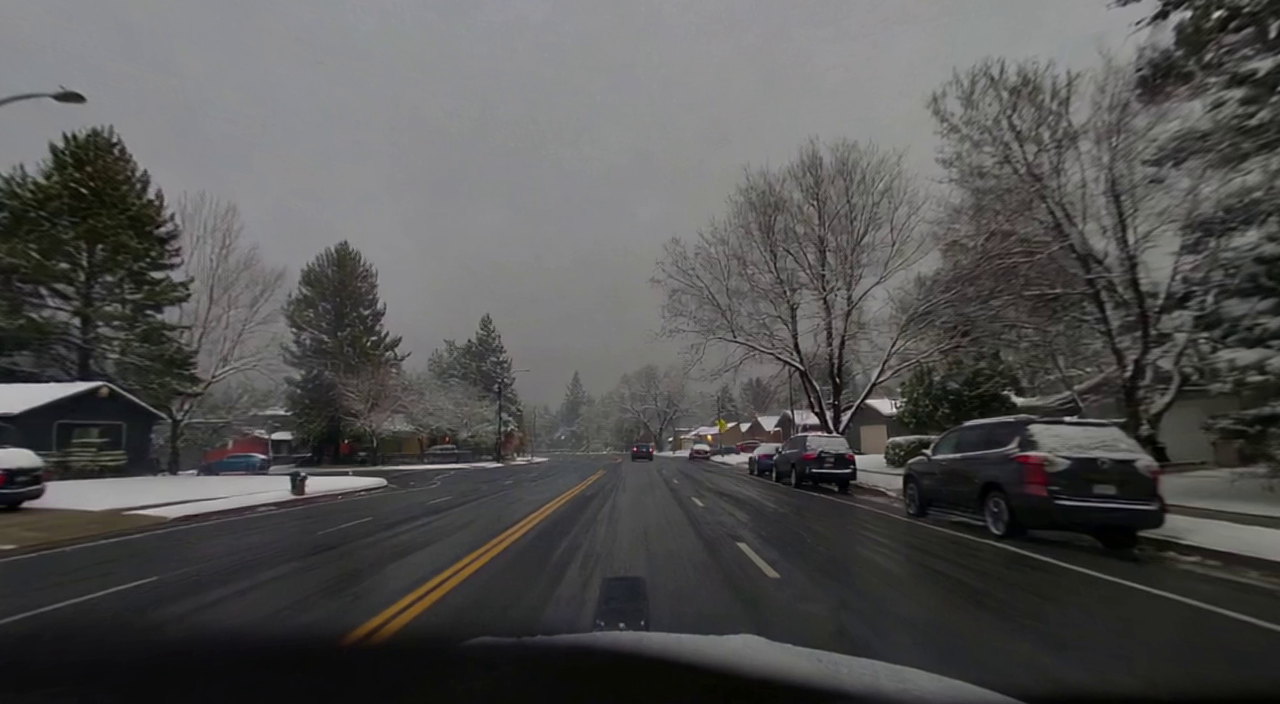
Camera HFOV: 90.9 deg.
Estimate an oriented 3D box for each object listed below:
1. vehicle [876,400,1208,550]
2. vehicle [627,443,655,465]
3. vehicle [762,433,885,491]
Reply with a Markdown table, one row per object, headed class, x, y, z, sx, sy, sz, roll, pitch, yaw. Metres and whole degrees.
| class | x | y | z | sx | sy | sz | roll | pitch | yaw |
| --- | --- | --- | --- | --- | --- | --- | --- | --- | --- |
| vehicle | 6.601 | 2.113 | 11.584 | 2.260 | 2.046 | 5.766 | 0 | -8 | 0 |
| vehicle | 0.018 | 8.055 | 49.823 | 2.106 | 1.667 | 4.367 | 0 | -8 | -1 |
| vehicle | 6.697 | 4.113 | 23.987 | 2.878 | 1.927 | 5.774 | 0 | -8 | 0 |
